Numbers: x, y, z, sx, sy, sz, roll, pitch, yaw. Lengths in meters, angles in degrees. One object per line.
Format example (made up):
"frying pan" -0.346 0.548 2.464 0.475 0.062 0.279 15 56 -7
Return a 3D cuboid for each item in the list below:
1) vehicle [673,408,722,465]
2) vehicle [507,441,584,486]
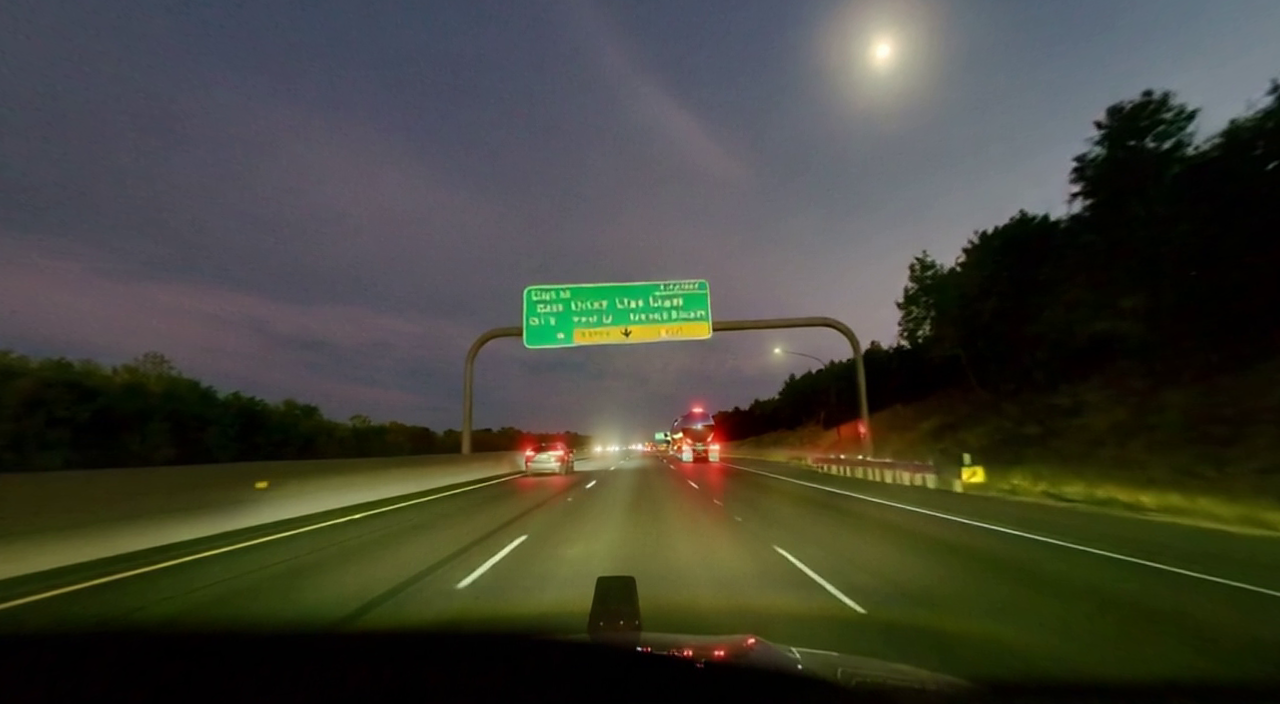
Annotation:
"vehicle" 4.125 6.389 47.122 2.759 3.734 9.708 0 -9 0
"vehicle" -3.290 3.975 22.856 1.986 1.458 4.506 0 -9 1
